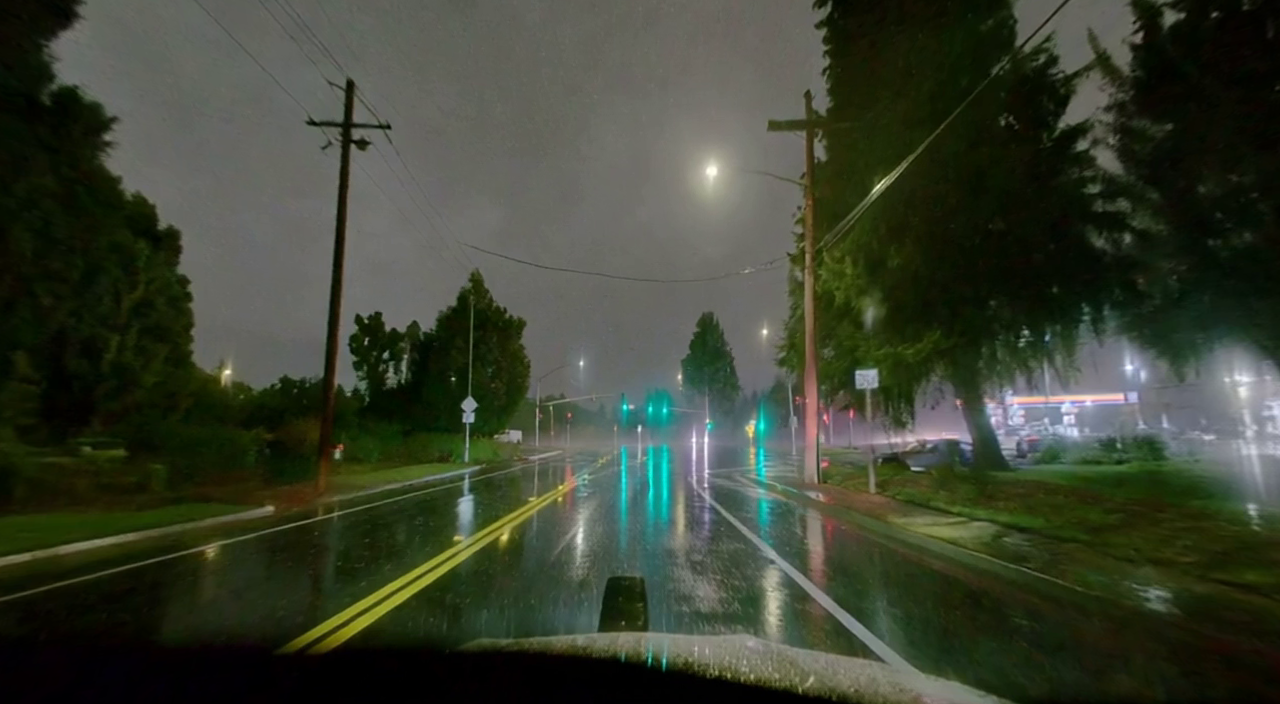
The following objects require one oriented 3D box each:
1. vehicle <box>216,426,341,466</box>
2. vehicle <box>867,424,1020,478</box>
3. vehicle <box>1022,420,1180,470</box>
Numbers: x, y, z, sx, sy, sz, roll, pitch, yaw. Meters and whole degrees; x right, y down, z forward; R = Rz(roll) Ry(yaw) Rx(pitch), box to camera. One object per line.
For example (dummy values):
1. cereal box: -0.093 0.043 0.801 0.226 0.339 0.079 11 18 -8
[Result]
1. vehicle: -14.894 3.924 26.260 2.009 1.526 4.730 -1 -8 6
2. vehicle: 10.908 3.614 23.012 4.736 1.816 1.999 -3 -9 17
3. vehicle: 16.551 3.374 22.740 4.102 1.683 1.879 -1 -10 5
